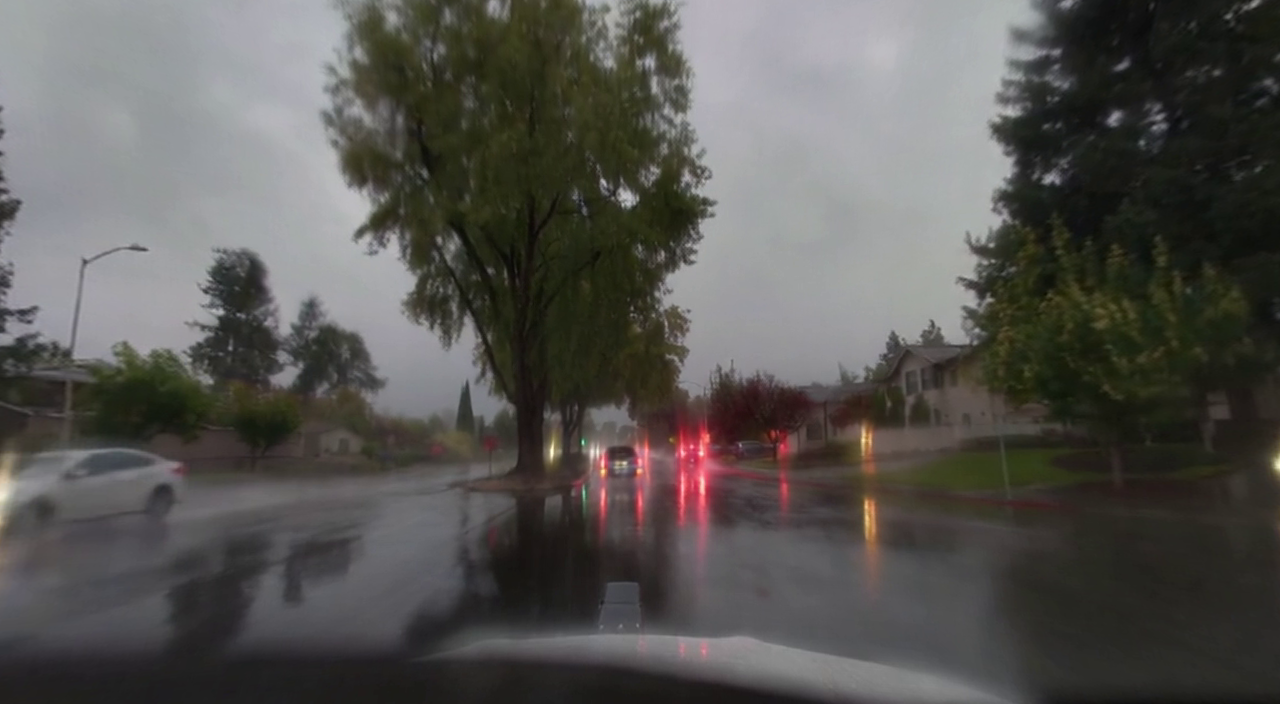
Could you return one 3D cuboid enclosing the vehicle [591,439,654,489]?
[{"bbox_3d":[-0.603,4.051,23.230,2.106,1.655,3.717,0,-8,-1],"label":"vehicle"}]

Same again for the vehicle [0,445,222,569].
[{"bbox_3d":[-8.606,2.239,9.894,1.861,1.516,3.752,1,-8,-7],"label":"vehicle"}]

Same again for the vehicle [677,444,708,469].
[{"bbox_3d":[3.904,7.822,47.605,2.045,1.776,4.851,0,-8,2],"label":"vehicle"}]
